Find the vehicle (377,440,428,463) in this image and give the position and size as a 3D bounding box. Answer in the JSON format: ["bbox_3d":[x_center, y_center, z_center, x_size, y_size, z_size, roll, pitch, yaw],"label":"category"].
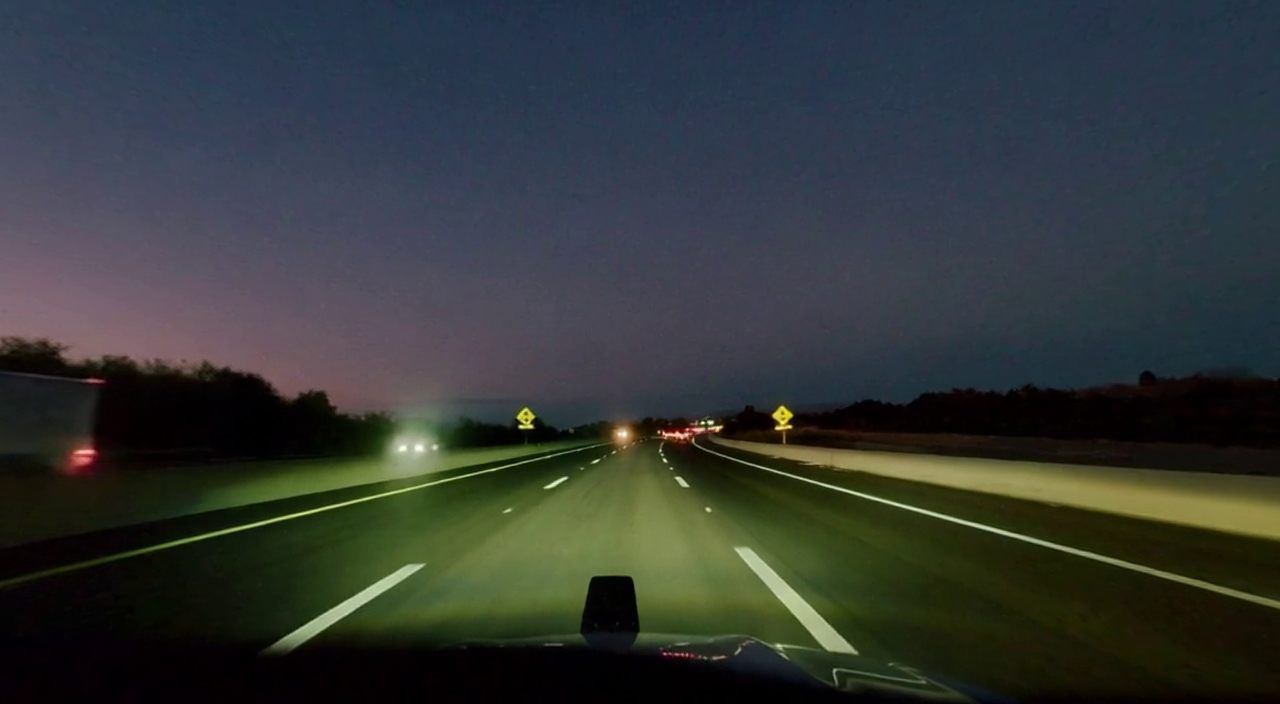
[{"bbox_3d":[-16.222,6.796,43.251,1.935,1.502,3.903,0,-8,0],"label":"vehicle"}]
